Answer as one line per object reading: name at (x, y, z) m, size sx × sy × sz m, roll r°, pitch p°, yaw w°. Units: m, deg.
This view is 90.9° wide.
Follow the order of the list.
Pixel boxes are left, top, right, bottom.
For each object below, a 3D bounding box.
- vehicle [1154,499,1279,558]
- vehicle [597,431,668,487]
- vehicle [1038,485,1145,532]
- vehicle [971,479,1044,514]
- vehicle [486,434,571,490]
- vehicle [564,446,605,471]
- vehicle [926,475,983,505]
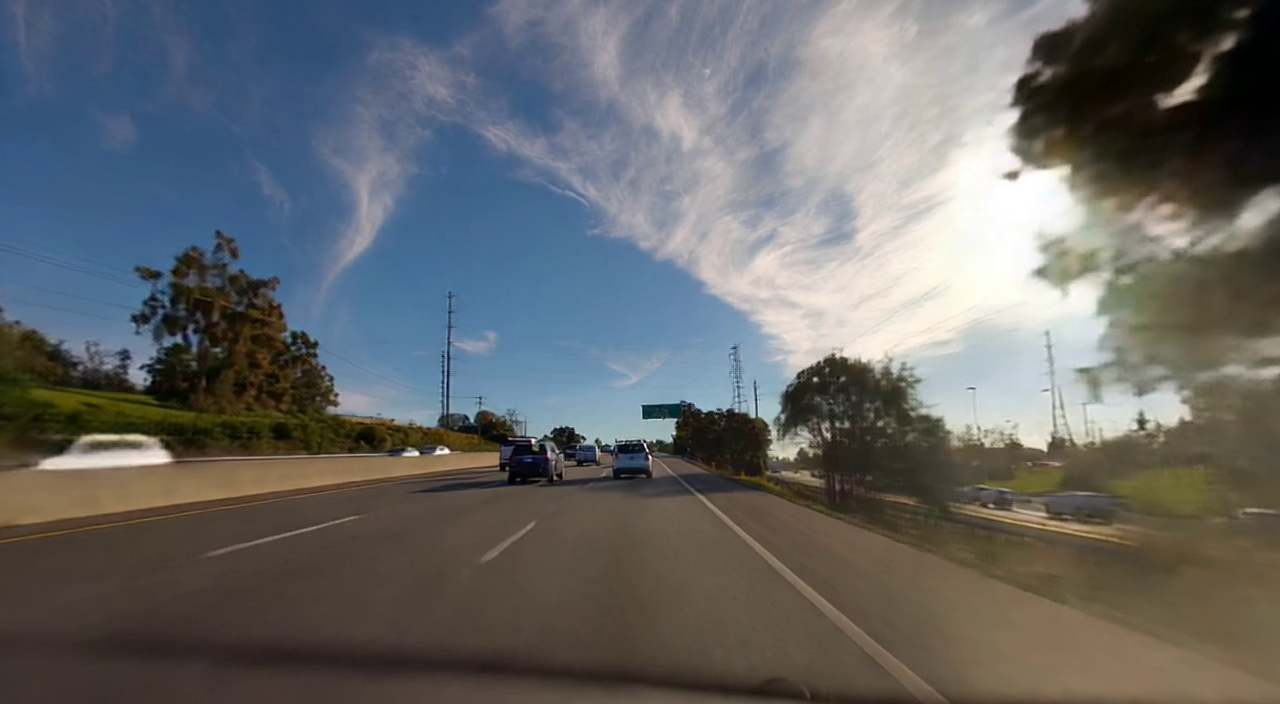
vehicle at (20.120, 5.865, 21.352) m, size 1.801 × 1.469 × 4.315 m, roll -3°, pitch -10°, yaw 2°
vehicle at (-0.234, 3.856, 22.927) m, size 2.319 × 1.813 × 4.274 m, roll 0°, pitch -8°, yaw 0°
vehicle at (19.868, 6.865, 28.003) m, size 1.832 × 1.624 × 4.158 m, roll -1°, pitch -8°, yaw 4°
vehicle at (21.588, 8.482, 37.293) m, size 1.820 × 1.768 × 4.621 m, roll -3°, pitch -10°, yaw 6°
vehicle at (-3.844, 3.888, 22.617) m, size 2.104 × 1.754 × 4.515 m, roll 0°, pitch -8°, yaw 1°
vehicle at (-3.379, 6.587, 39.297) m, size 2.092 × 1.464 × 4.466 m, roll 0°, pitch -9°, yaw 1°
vehicle at (21.804, 9.563, 43.950) m, size 1.826 × 1.625 × 4.758 m, roll -1°, pitch -8°, yaw 5°
